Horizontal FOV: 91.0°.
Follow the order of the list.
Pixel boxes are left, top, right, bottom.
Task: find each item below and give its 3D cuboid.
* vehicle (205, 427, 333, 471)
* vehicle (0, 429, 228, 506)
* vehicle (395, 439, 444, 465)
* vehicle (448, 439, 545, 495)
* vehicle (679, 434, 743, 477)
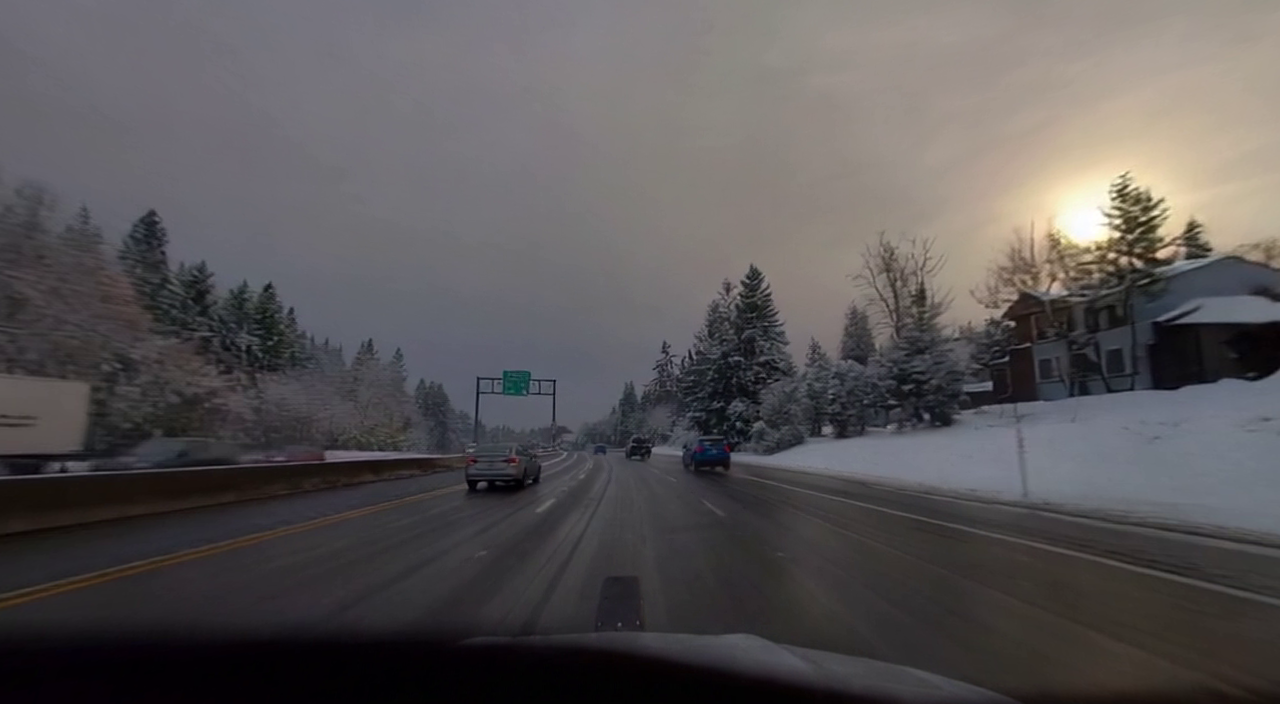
[{"bbox_3d":[-16.676,4.421,28.791,2.316,1.817,5.908,0,-9,-1],"label":"vehicle"},{"bbox_3d":[-12.128,2.536,14.291,2.295,1.425,4.766,0,-9,1],"label":"vehicle"},{"bbox_3d":[-13.121,5.994,37.737,1.639,1.454,3.672,0,-9,-1],"label":"vehicle"},{"bbox_3d":[-4.272,3.479,19.457,2.036,1.528,4.400,0,-9,-1],"label":"vehicle"},{"bbox_3d":[2.916,4.386,26.879,2.092,1.686,4.188,0,-9,-2],"label":"vehicle"}]
